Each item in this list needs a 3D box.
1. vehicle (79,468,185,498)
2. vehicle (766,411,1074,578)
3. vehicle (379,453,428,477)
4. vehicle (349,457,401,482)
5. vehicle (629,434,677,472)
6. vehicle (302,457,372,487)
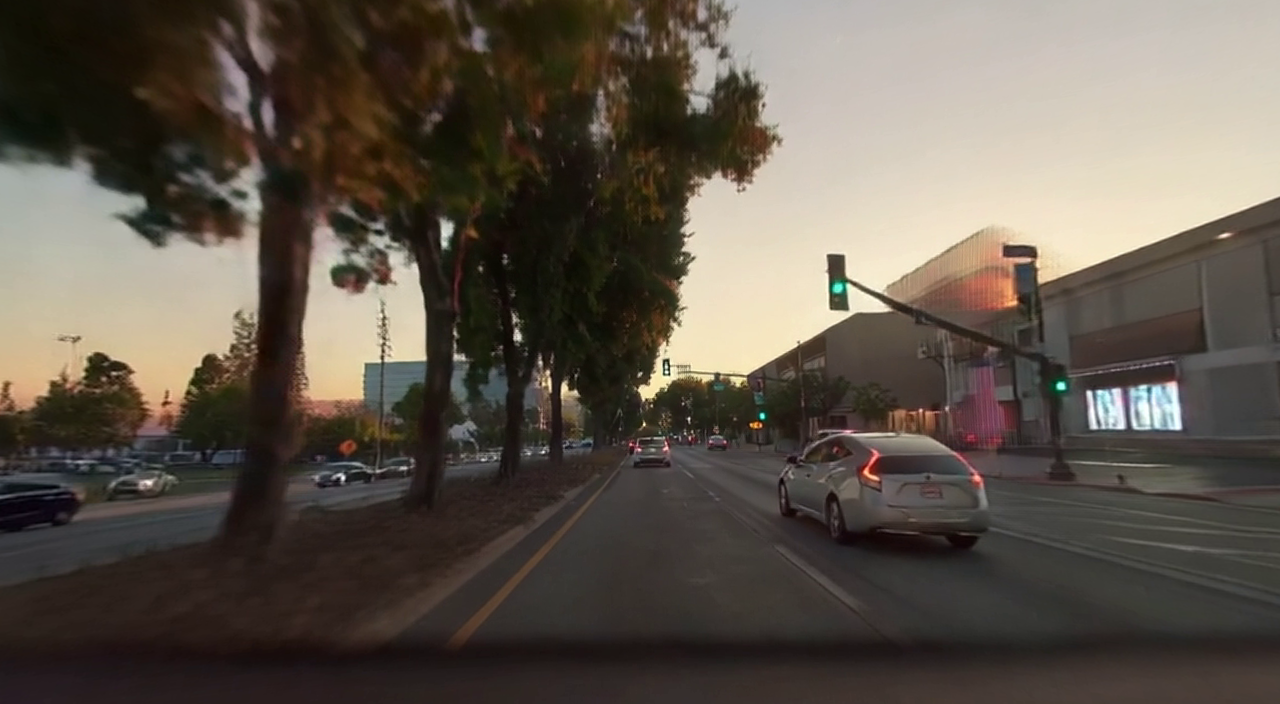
[{"bbox_3d":[-29.602,7.641,36.833,4.483,1.618,1.829,0,-8,-2],"label":"vehicle"},{"bbox_3d":[3.179,1.717,8.493,1.931,1.591,4.708,0,-8,-1],"label":"vehicle"},{"bbox_3d":[-18.363,8.798,49.157,2.049,1.678,4.376,0,-8,0],"label":"vehicle"},{"bbox_3d":[-18.345,8.104,43.802,1.786,1.523,4.309,0,-8,-1],"label":"vehicle"},{"bbox_3d":[0.557,4.819,30.217,2.125,1.669,3.880,0,-8,-1],"label":"vehicle"},{"bbox_3d":[-18.403,7.281,38.513,1.853,1.614,4.514,-1,-8,2],"label":"vehicle"}]
